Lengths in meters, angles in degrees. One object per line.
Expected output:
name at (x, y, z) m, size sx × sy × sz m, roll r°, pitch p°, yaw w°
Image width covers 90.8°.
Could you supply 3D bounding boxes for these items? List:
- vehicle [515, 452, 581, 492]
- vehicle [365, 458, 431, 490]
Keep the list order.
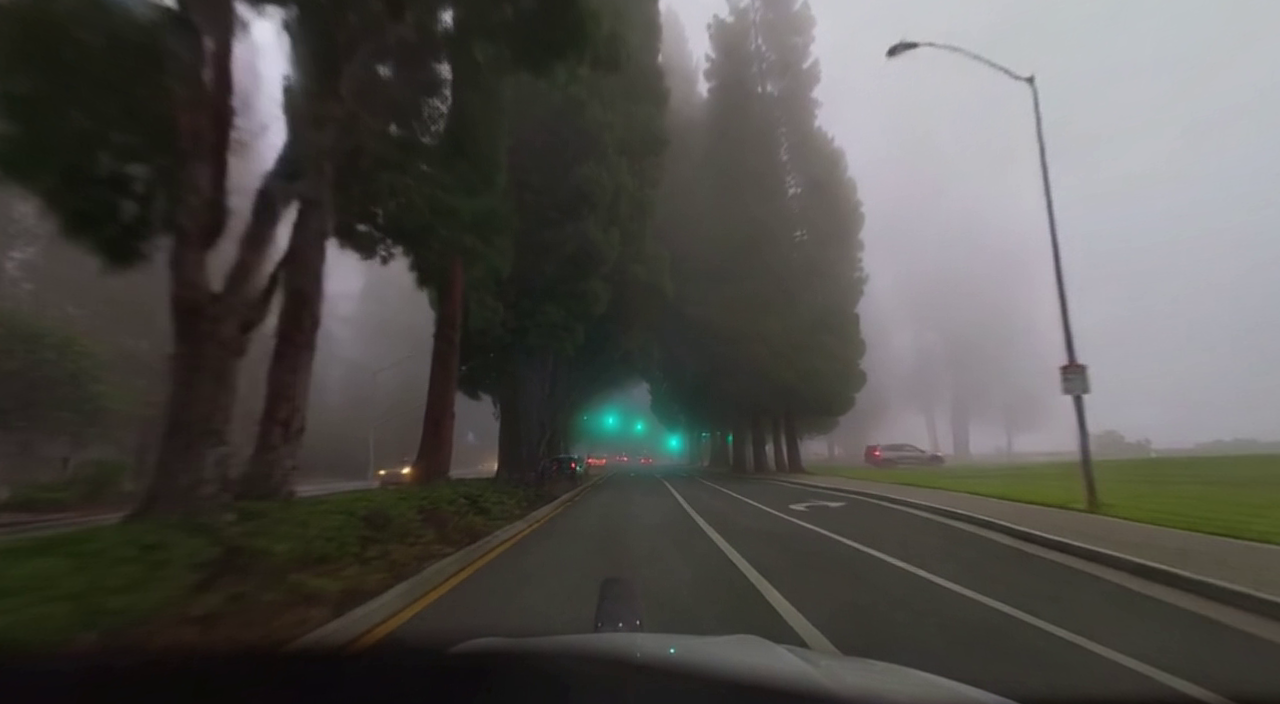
vehicle at (-3.577, 4.717, 25.218) m, size 1.932 × 1.431 × 4.144 m, roll -1°, pitch -9°, yaw 1°
vehicle at (-14.585, 7.354, 38.445) m, size 2.070 × 1.782 × 4.735 m, roll -1°, pitch -9°, yaw 1°
